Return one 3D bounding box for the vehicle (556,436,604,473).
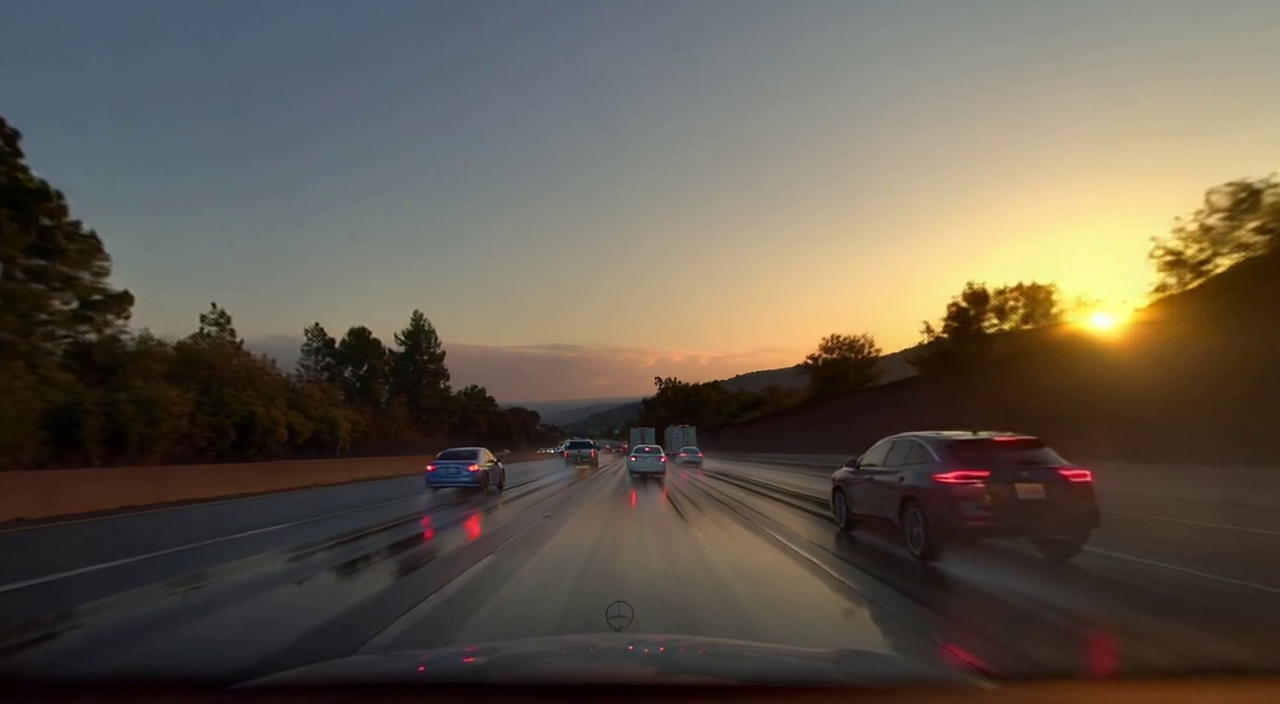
[{"bbox_3d":[-3.381,5.925,36.318,2.230,1.973,4.403,-1,-9,2],"label":"vehicle"}]

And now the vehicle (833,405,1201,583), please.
[{"bbox_3d":[4.176,1.649,7.995,2.018,1.639,4.149,0,-9,-1],"label":"vehicle"}]

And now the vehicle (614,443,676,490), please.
[{"bbox_3d":[0.162,4.083,22.662,2.015,1.526,4.286,0,-9,0],"label":"vehicle"}]

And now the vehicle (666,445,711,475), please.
[{"bbox_3d":[2.553,5.857,34.211,1.959,1.503,4.064,0,-9,-2],"label":"vehicle"}]

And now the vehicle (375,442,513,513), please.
[{"bbox_3d":[-4.610,3.020,15.535,1.967,1.473,4.439,0,-9,0],"label":"vehicle"}]
